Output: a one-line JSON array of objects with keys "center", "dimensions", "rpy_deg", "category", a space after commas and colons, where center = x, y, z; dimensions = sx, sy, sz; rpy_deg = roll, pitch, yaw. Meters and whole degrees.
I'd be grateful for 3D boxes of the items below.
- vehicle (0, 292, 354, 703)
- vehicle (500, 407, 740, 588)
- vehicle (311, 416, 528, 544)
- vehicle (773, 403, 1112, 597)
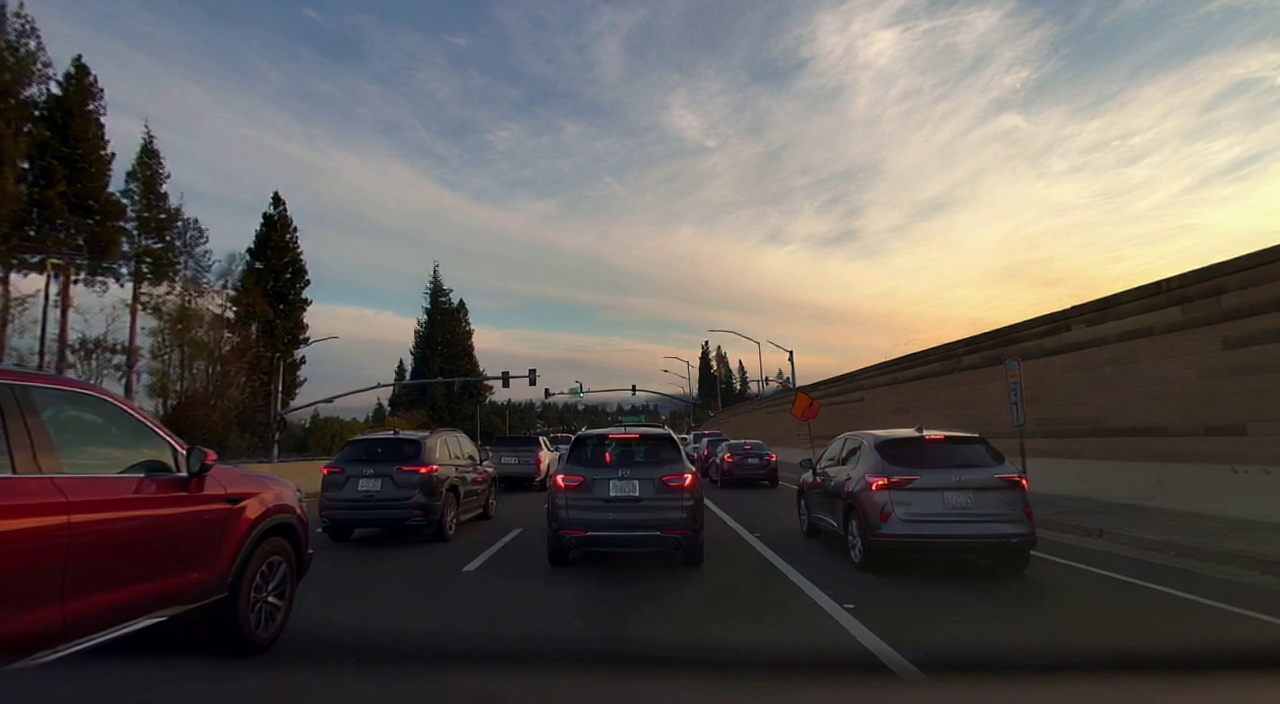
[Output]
[{"center": [-3.521, 0.831, 3.111], "dimensions": [2.070, 1.913, 4.450], "rpy_deg": [0, -8, 0], "category": "vehicle"}, {"center": [-0.152, 1.655, 7.946], "dimensions": [2.245, 1.677, 3.913], "rpy_deg": [0, -8, 1], "category": "vehicle"}, {"center": [-3.485, 2.118, 11.147], "dimensions": [2.067, 1.759, 4.631], "rpy_deg": [0, -8, 1], "category": "vehicle"}, {"center": [3.146, 1.627, 7.801], "dimensions": [2.029, 1.702, 4.281], "rpy_deg": [0, -8, 0], "category": "vehicle"}]
